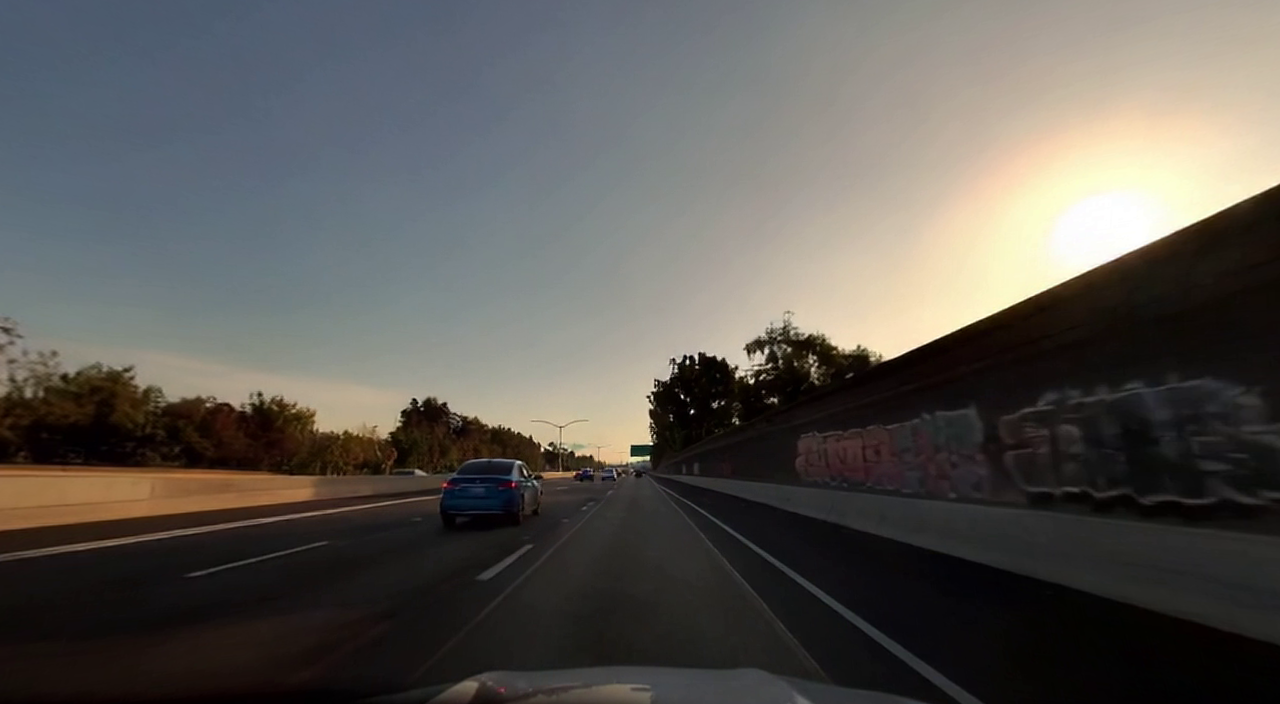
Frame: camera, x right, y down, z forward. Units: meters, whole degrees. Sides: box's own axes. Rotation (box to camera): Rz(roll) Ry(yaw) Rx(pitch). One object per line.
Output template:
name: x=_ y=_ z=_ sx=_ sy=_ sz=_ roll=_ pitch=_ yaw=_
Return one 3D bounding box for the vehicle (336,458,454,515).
vehicle: x=-7.662 y=4.258 z=20.221 sx=2.037 sy=1.593 sz=4.151 roll=1 pitch=-10 yaw=1

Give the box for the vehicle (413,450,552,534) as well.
vehicle: x=-3.583 y=3.319 z=15.392 sx=2.173 sy=1.696 sz=4.462 roll=1 pitch=-10 yaw=1
